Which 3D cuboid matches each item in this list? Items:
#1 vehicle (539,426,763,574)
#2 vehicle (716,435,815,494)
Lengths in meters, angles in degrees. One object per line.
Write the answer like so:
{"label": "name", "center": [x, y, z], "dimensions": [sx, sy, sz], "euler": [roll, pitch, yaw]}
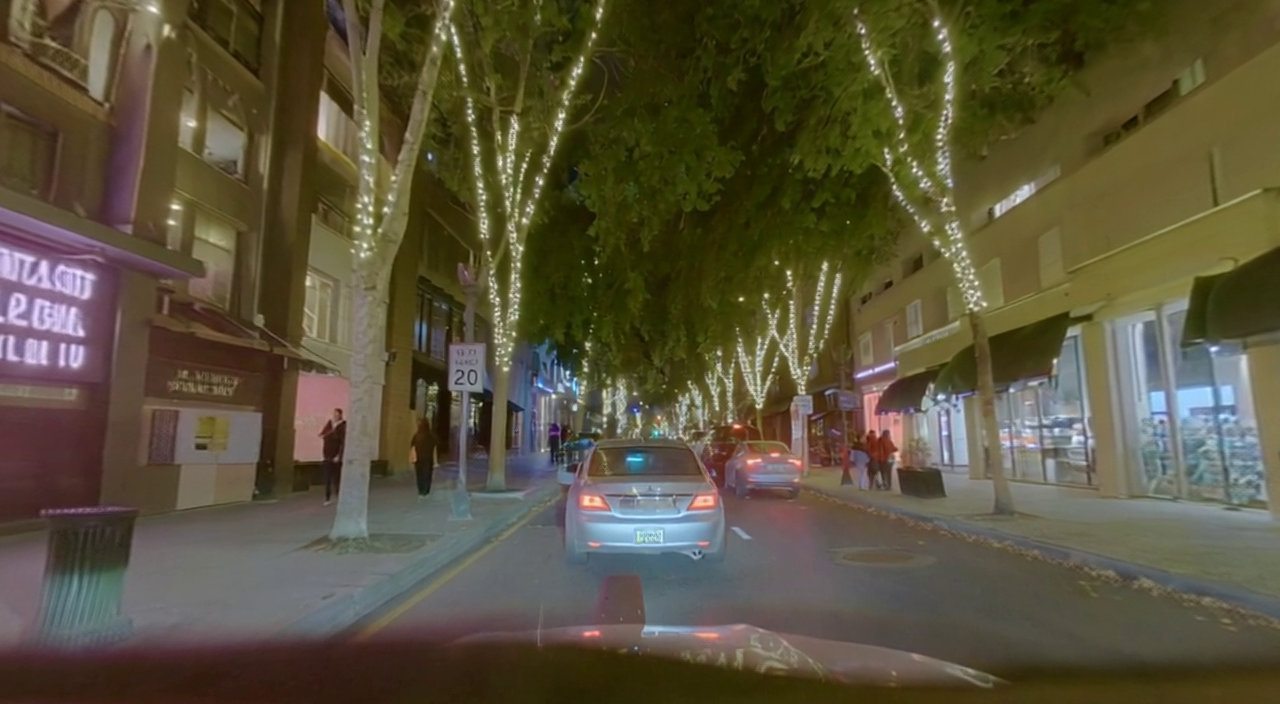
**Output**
{"label": "vehicle", "center": [0.084, 1.809, 8.515], "dimensions": [2.261, 1.474, 4.130], "euler": [0, -9, -1]}
{"label": "vehicle", "center": [3.600, 3.323, 19.009], "dimensions": [2.025, 1.523, 4.426], "euler": [0, -9, -1]}
